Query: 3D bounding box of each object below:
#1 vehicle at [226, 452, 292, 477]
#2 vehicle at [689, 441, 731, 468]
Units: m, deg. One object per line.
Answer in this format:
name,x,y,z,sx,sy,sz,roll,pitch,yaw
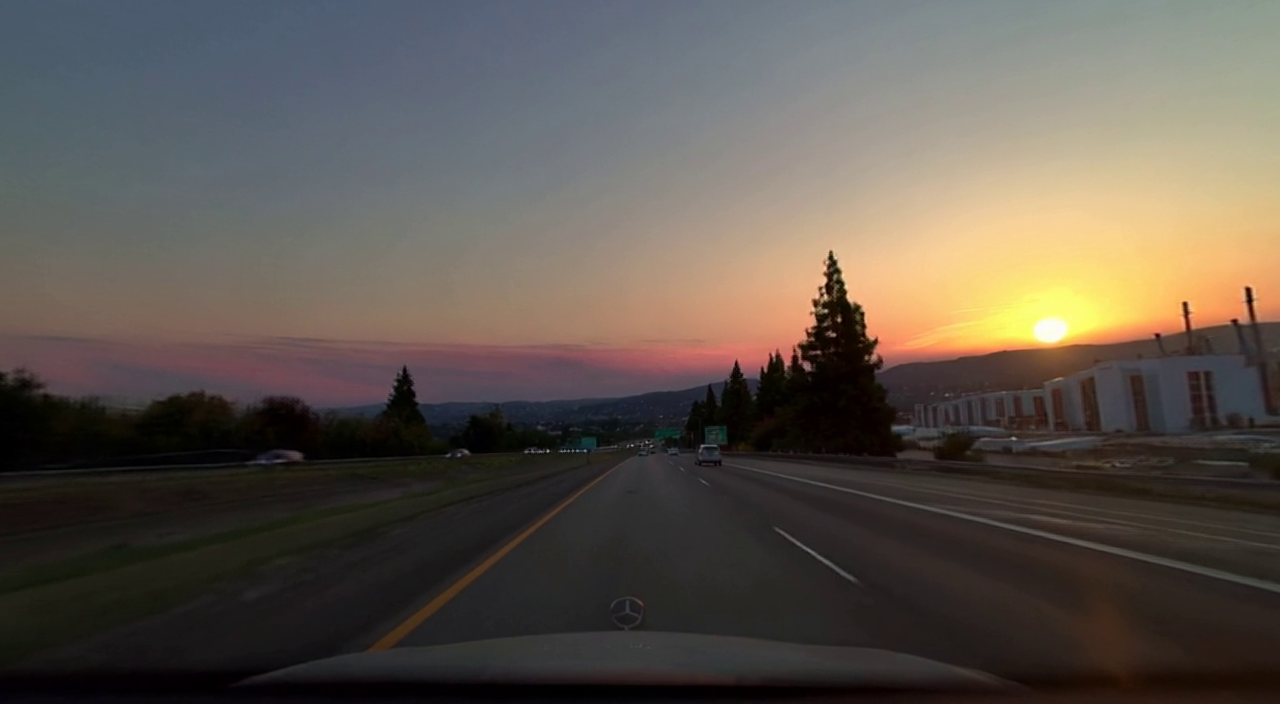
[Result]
vehicle,-27.602,8.112,45.849,1.906,1.658,4.584,0,-8,1
vehicle,4.216,6.232,38.498,2.062,1.518,4.026,0,-8,-1
